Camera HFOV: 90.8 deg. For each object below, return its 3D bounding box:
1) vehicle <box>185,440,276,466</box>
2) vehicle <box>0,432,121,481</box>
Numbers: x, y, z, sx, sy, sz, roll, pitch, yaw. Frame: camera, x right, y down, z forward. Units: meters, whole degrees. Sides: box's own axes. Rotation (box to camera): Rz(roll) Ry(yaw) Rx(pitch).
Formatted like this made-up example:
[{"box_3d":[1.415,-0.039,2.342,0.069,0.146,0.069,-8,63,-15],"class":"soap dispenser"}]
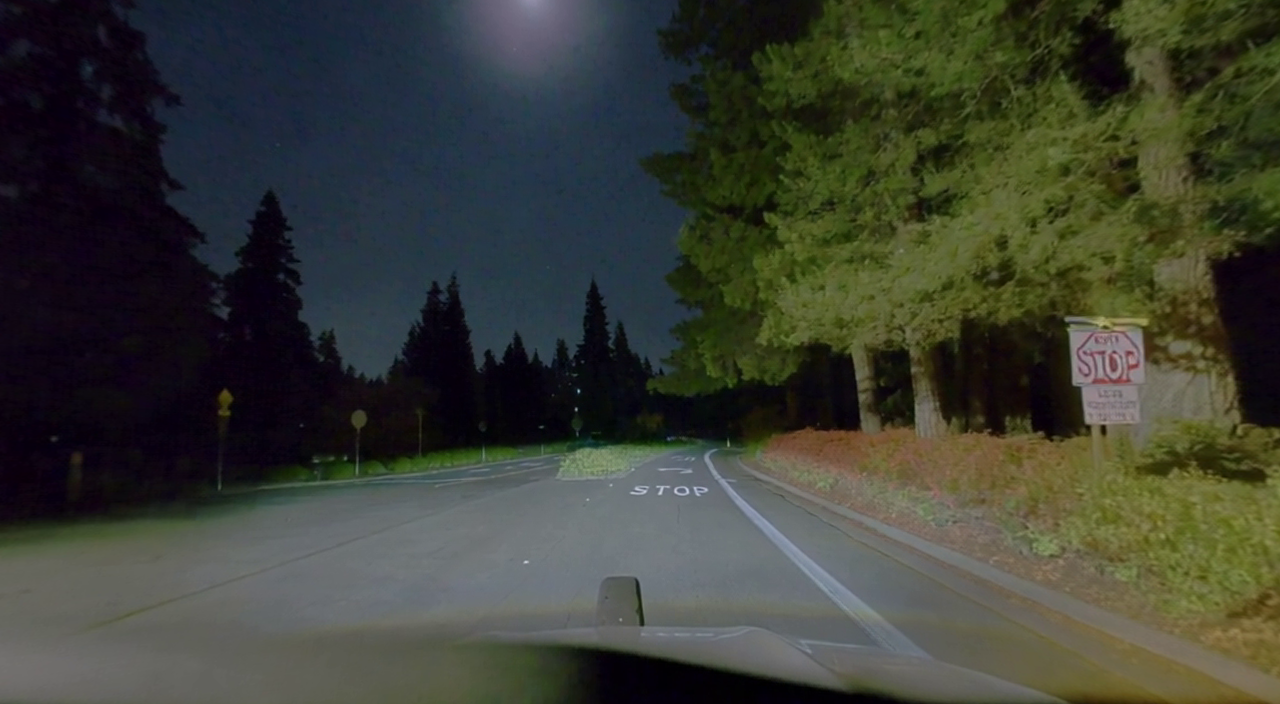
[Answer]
[{"box_3d":[-24.365,6.053,37.671,4.007,1.459,1.952,-1,-10,0],"class":"vehicle"},{"box_3d":[-28.331,5.064,30.688,4.733,1.892,1.939,-4,-4,2],"class":"vehicle"}]
